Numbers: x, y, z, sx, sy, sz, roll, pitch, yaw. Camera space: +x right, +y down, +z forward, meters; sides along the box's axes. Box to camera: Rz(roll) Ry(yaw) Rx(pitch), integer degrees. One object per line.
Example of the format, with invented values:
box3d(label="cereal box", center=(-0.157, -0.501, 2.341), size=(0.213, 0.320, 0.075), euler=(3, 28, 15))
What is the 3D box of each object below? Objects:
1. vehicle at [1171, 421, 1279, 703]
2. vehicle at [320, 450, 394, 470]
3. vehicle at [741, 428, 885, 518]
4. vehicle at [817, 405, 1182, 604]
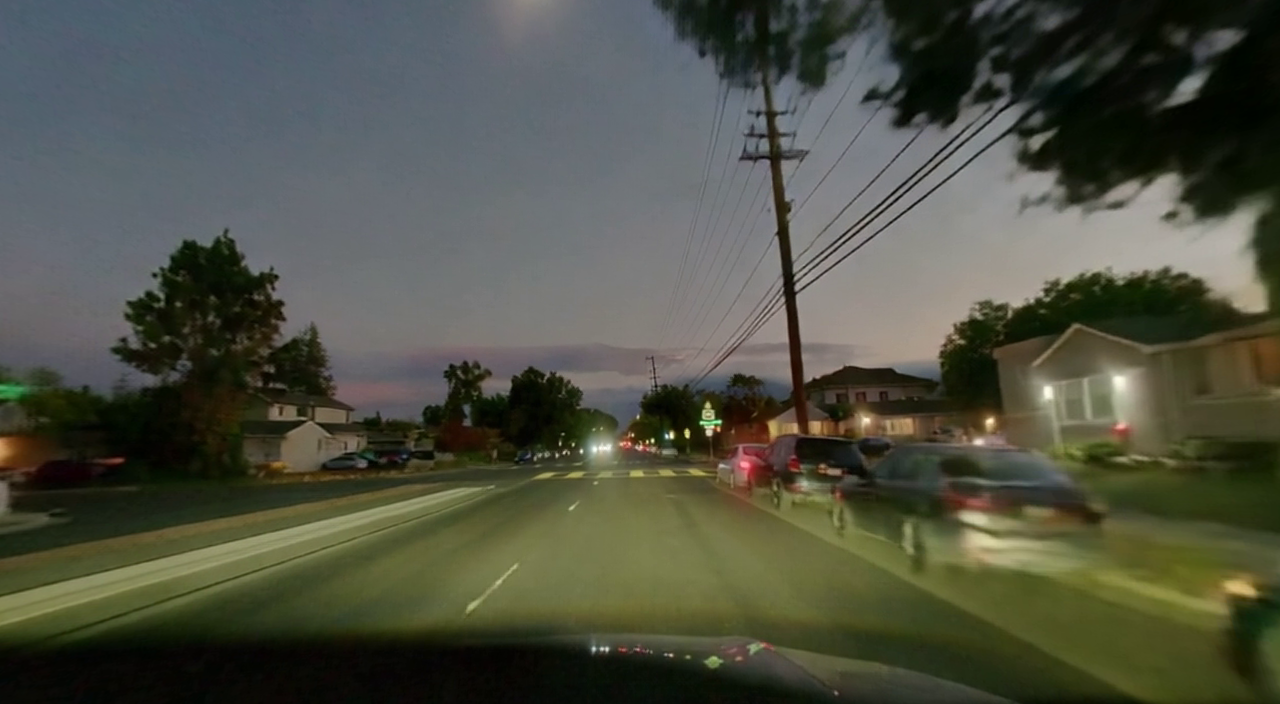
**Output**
box3d(label="vehicle", center=(3.796, 0.771, 0.922), size=(1.865, 1.477, 4.741), euler=(0, -8, -1))
box3d(label="vehicle", center=(-21.895, 8.357, 48.934), size=(4.728, 1.536, 2.006), euler=(0, -8, 0))
box3d(label="vehicle", center=(3.687, 2.657, 14.409), size=(1.948, 1.713, 4.479), euler=(0, -8, -1))
box3d(label="vehicle", center=(3.750, 1.641, 7.671), size=(1.852, 1.715, 4.110), euler=(0, -9, -2))
